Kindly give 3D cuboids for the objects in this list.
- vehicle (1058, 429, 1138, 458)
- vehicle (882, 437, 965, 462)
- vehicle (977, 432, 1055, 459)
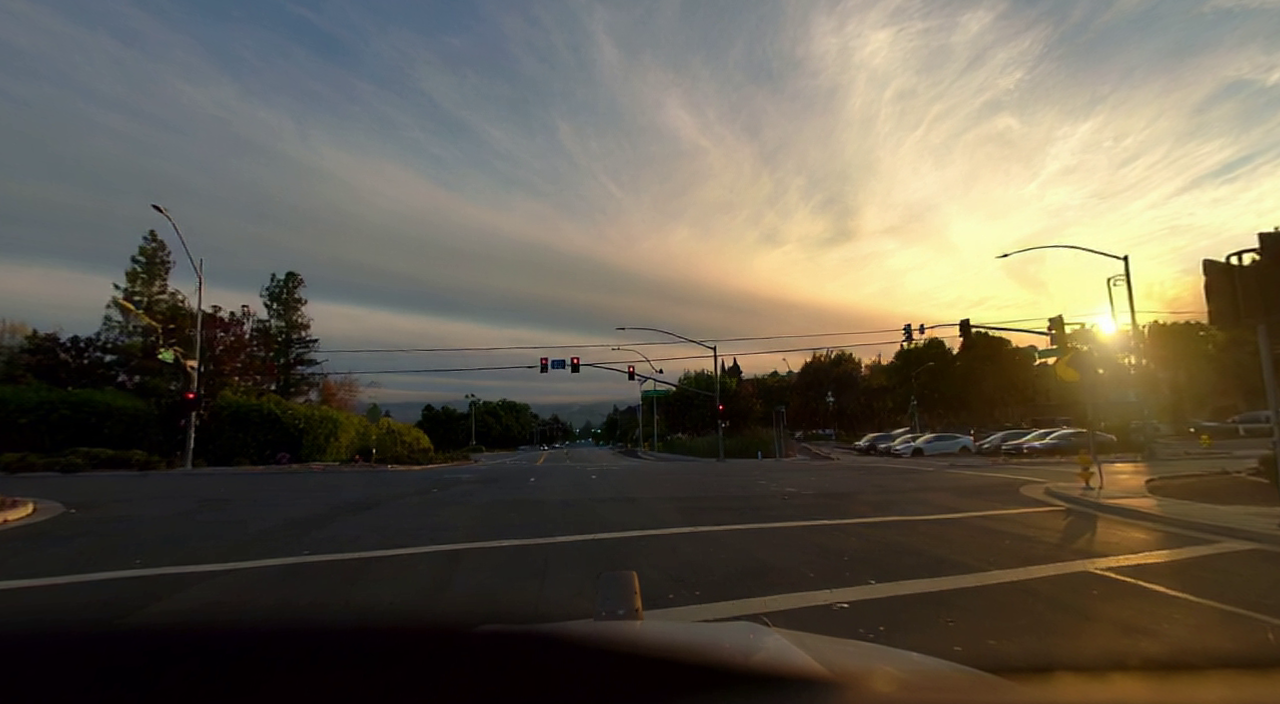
[{"bbox_3d":[36.100,7.209,49.749,6.148,2.119,2.473,4,-10,-28],"label":"vehicle"},{"bbox_3d":[18.687,6.432,41.623,5.234,1.549,1.982,4,-9,-24],"label":"vehicle"},{"bbox_3d":[26.949,6.733,45.279,5.032,1.828,2.183,4,-9,-24],"label":"vehicle"}]
